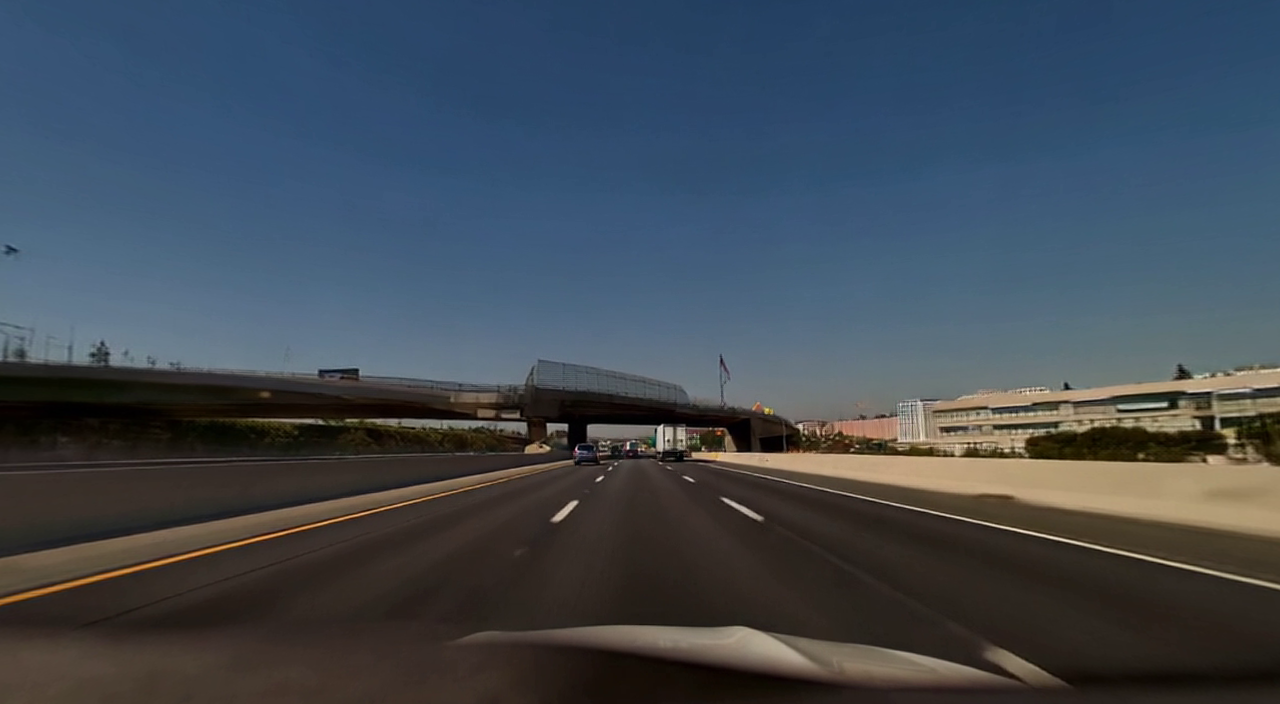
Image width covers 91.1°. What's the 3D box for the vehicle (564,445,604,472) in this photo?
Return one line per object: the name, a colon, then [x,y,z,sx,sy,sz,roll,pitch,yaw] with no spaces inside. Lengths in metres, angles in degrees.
vehicle: [-3.322,6.472,38.265,2.100,1.525,4.179,0,-9,0]
